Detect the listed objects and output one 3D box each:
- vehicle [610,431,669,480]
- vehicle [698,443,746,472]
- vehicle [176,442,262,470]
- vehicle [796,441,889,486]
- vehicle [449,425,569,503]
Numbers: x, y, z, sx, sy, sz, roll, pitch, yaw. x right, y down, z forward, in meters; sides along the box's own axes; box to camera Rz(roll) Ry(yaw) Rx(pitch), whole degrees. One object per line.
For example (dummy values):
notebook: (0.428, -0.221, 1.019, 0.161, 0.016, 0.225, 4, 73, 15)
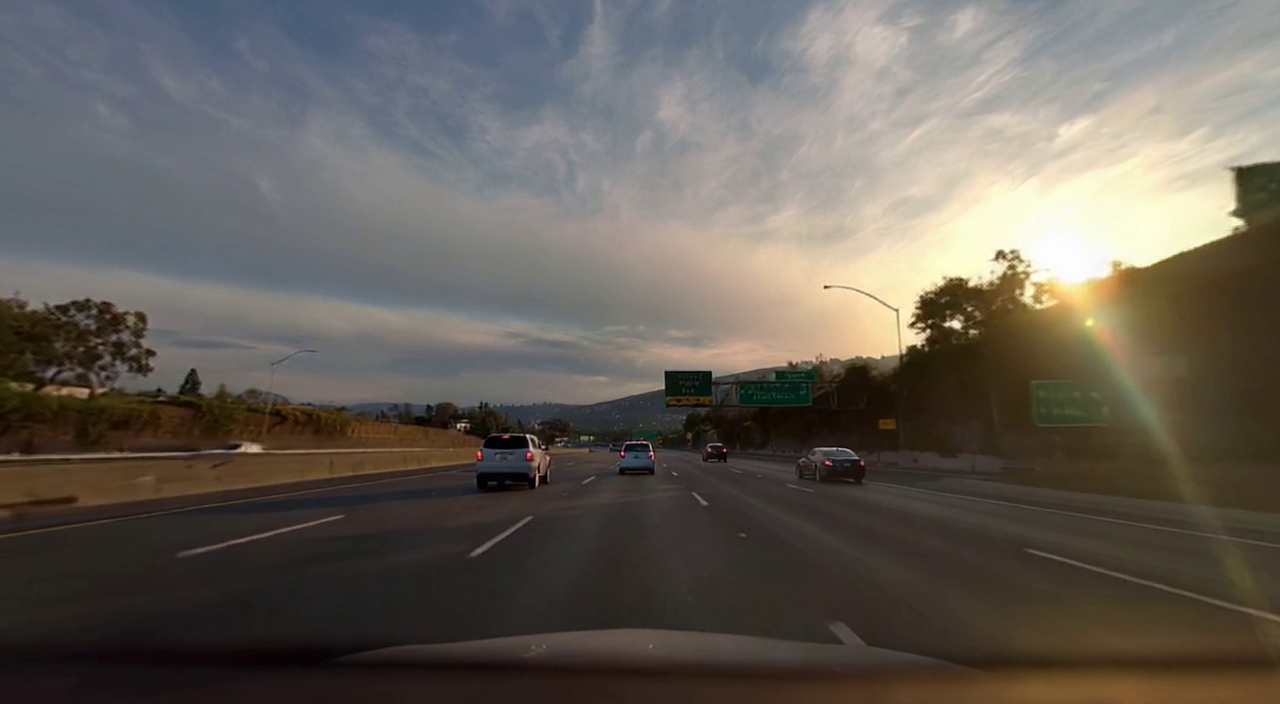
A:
vehicle: (-0.009, 4.371, 26.859, 2.270, 1.862, 4.949, 0, -9, 1)
vehicle: (4.316, 5.603, 33.690, 2.005, 1.456, 4.287, 0, -9, 0)
vehicle: (-26.066, 6.427, 39.226, 1.954, 1.612, 4.596, -1, -9, 4)
vehicle: (7.288, 4.035, 23.169, 1.936, 1.480, 4.373, 0, -9, 0)
vehicle: (-3.236, 2.878, 16.556, 2.142, 1.759, 4.297, 0, -9, 1)
